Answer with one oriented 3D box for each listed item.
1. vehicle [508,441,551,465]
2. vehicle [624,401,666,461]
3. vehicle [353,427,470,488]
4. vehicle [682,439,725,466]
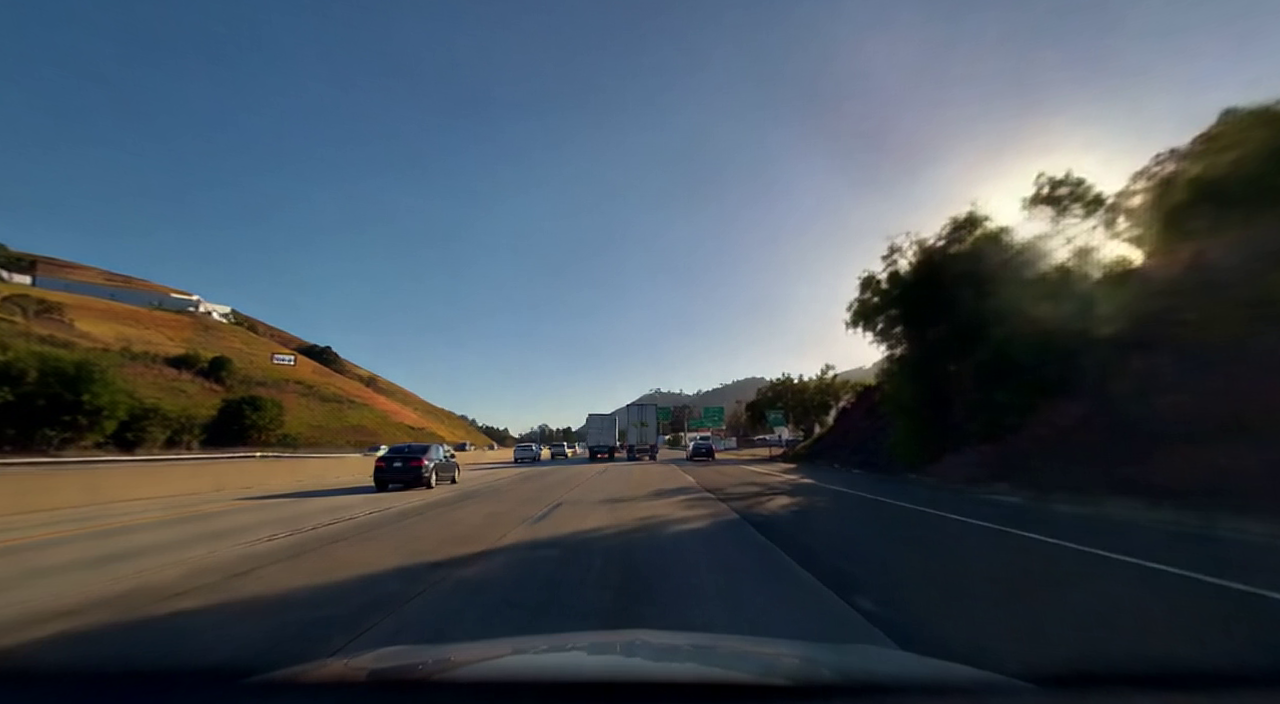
[{"bbox_3d":[-6.990,6.411,40.254,1.891,1.460,4.506,0,-8,0],"label":"vehicle"},{"bbox_3d":[0.299,6.318,49.555,2.969,4.104,10.906,0,-9,-1],"label":"vehicle"},{"bbox_3d":[-7.272,3.418,20.672,2.122,1.754,4.379,0,-8,1],"label":"vehicle"},{"bbox_3d":[3.652,5.876,36.976,2.006,1.452,4.246,0,-9,-1],"label":"vehicle"}]
